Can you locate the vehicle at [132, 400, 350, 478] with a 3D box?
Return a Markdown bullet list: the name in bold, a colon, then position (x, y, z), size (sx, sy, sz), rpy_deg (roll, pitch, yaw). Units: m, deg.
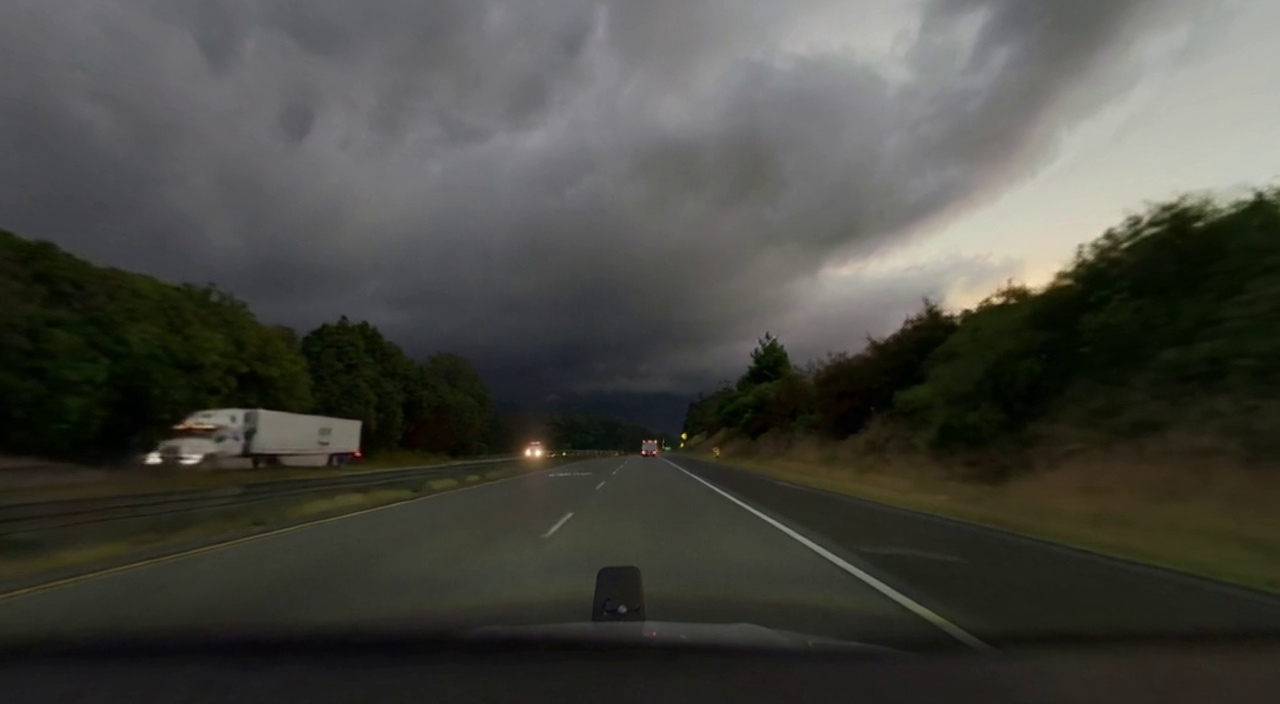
- **vehicle**: position (-24.371, 5.803, 40.949), size (2.831, 3.977, 17.130), rpy_deg (0, -9, 1)
